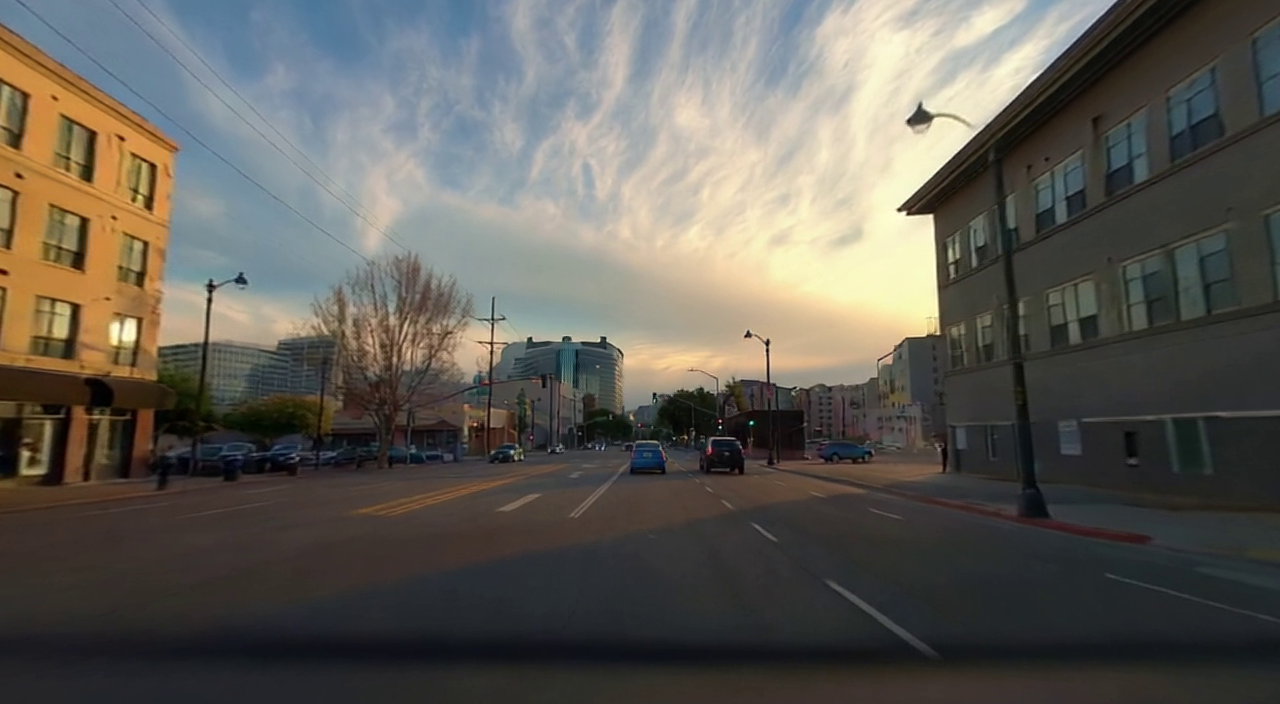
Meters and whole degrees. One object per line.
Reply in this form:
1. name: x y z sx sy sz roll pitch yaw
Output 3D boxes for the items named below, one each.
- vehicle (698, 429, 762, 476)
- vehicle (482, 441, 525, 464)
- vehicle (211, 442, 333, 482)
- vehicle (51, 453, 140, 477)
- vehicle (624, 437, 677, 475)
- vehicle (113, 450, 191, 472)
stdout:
1. vehicle: 3.958 4.544 28.640 2.159 1.938 4.836 0 -8 0
2. vehicle: -10.453 7.711 48.635 2.232 1.669 4.354 -1 -8 1
3. vehicle: -19.954 5.959 34.376 5.223 2.060 2.247 0 -8 1
4. vehicle: -37.693 7.785 43.698 4.180 1.573 2.145 0 -9 2
5. vehicle: 0.448 4.740 29.011 2.245 1.587 4.094 0 -8 0
6. vehicle: -37.791 8.452 48.878 4.234 1.573 2.229 -1 -8 0
